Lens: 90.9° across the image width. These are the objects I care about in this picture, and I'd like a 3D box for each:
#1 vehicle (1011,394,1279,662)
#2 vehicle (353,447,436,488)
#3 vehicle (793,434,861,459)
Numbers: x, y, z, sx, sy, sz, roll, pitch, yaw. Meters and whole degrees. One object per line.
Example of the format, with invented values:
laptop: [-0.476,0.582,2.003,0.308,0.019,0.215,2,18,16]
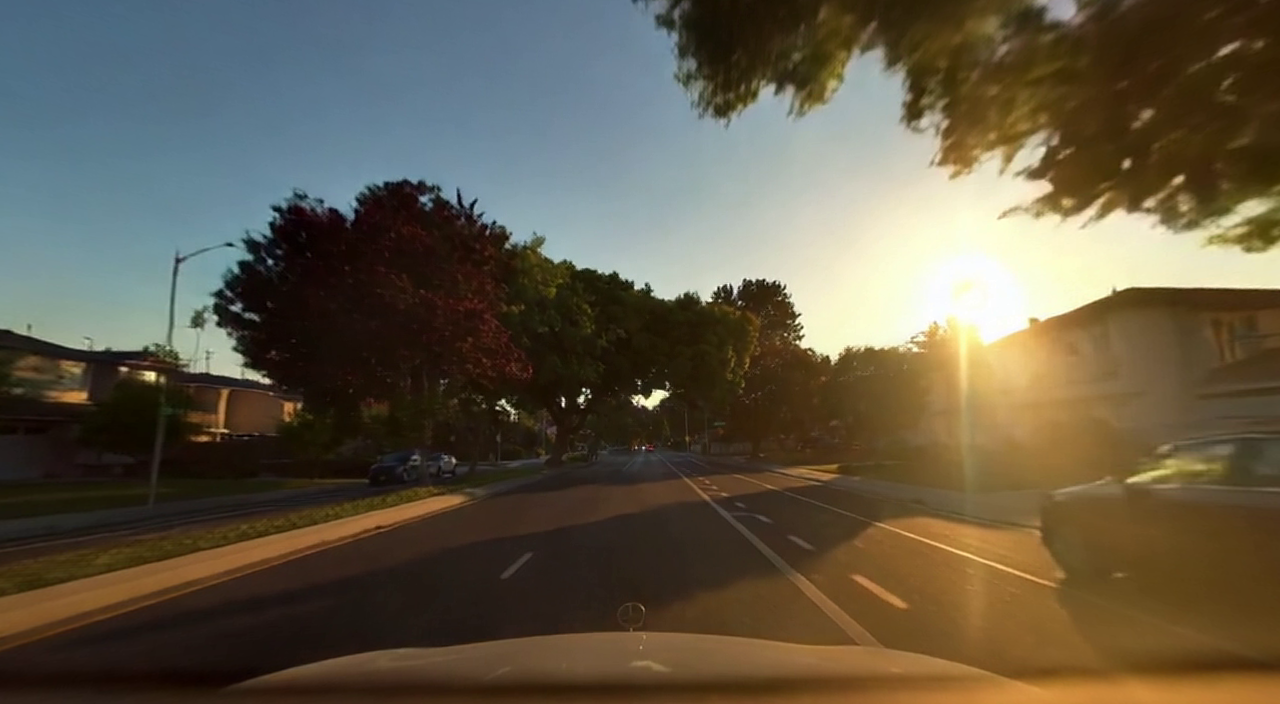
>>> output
vehicle: [5.110,1.176,4.405,2.104,1.687,4.636,0,-8,-1]
vehicle: [-11.494,5.397,29.865,2.023,1.629,4.822,-1,-8,0]
vehicle: [14.350,7.275,48.646,4.907,1.693,2.081,0,-7,14]
